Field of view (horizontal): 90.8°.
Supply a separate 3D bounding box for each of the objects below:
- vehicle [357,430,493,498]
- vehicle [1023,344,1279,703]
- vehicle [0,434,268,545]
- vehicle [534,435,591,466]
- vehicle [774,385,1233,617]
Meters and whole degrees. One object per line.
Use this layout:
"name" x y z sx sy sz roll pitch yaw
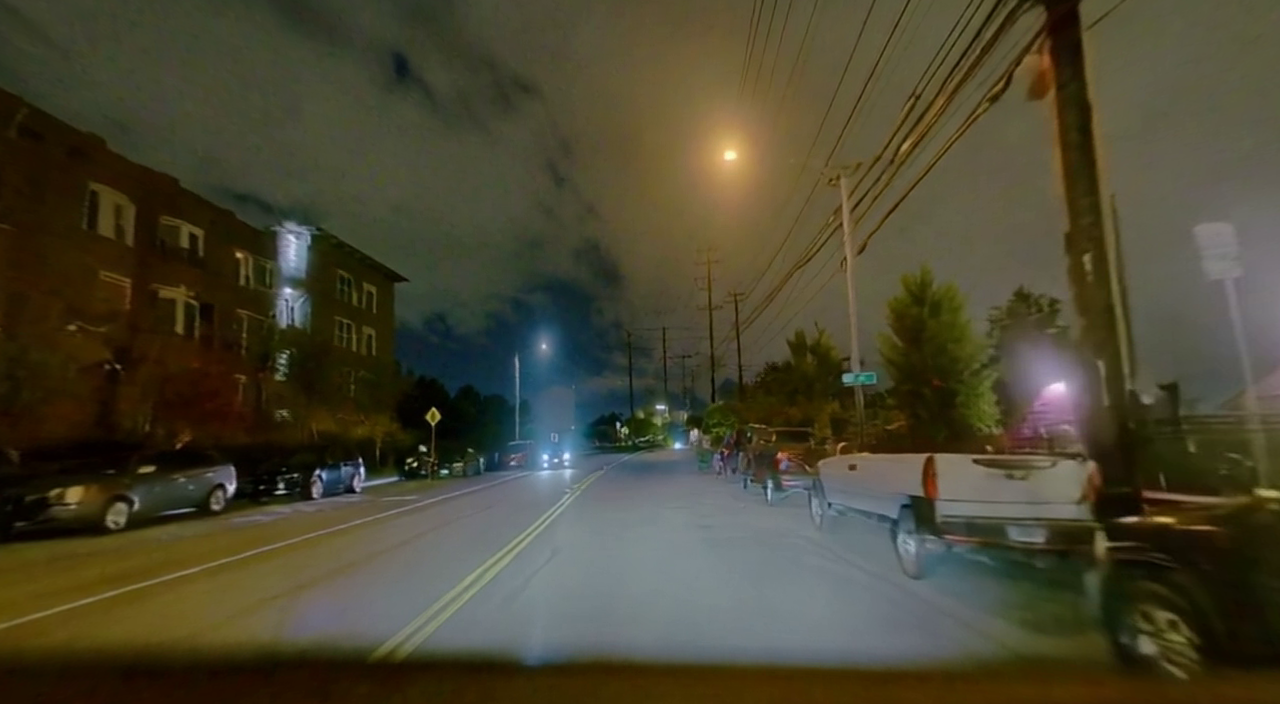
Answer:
"vehicle" -6.264 3.278 19.120 2.081 1.760 4.598 0 -7 6
"vehicle" 3.289 0.656 1.214 2.098 1.624 4.477 0 -8 -3
"vehicle" -10.633 2.808 13.459 2.134 1.775 4.706 -8 -10 8
"vehicle" -5.270 6.833 44.068 2.319 2.021 5.762 -2 -8 10
"vehicle" 3.234 1.438 7.111 2.156 1.702 4.687 0 -8 -3
